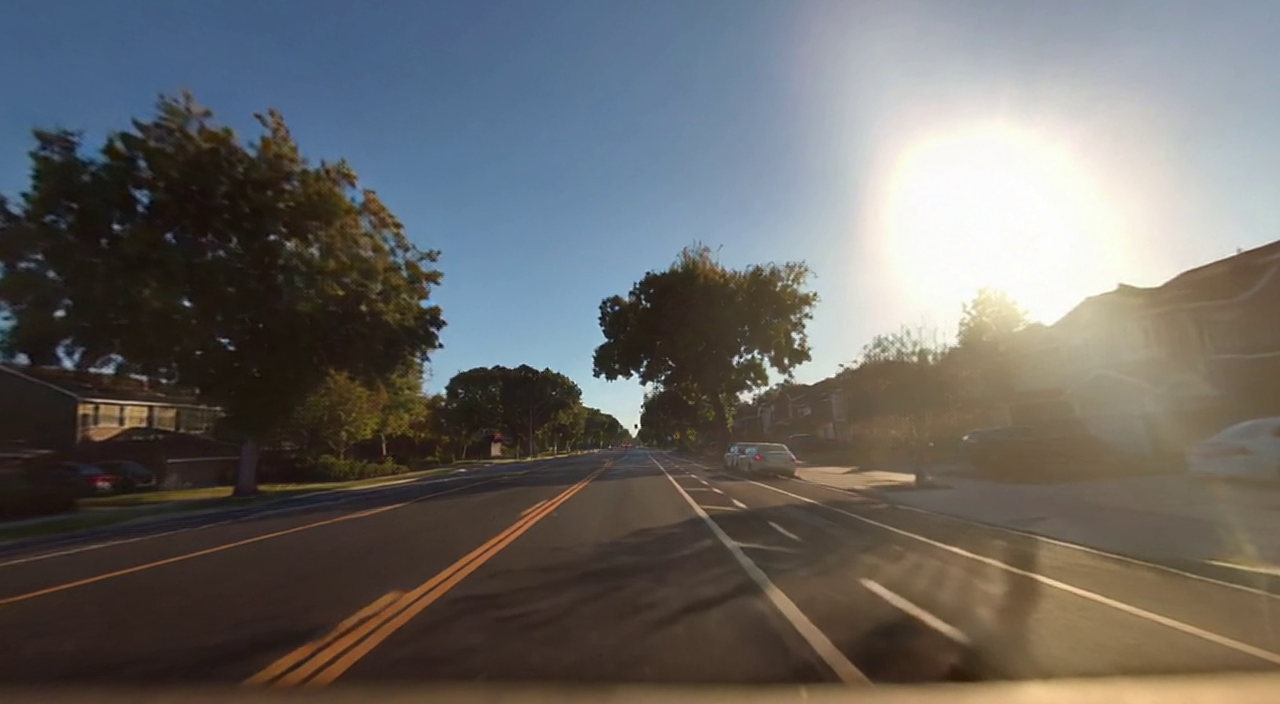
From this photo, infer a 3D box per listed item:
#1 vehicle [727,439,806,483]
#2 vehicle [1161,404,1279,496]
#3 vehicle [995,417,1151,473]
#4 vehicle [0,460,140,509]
[{"bbox_3d":[4.902,4.291,25.134,1.995,1.553,4.628,0,-9,-2],"label":"vehicle"},{"bbox_3d":[13.363,1.870,12.259,4.710,1.612,1.999,0,-8,-2],"label":"vehicle"},{"bbox_3d":[14.599,3.098,21.351,4.268,1.508,1.861,-2,-6,-14],"label":"vehicle"},{"bbox_3d":[-23.196,5.261,25.307,4.466,1.773,2.063,0,-8,-1],"label":"vehicle"}]
